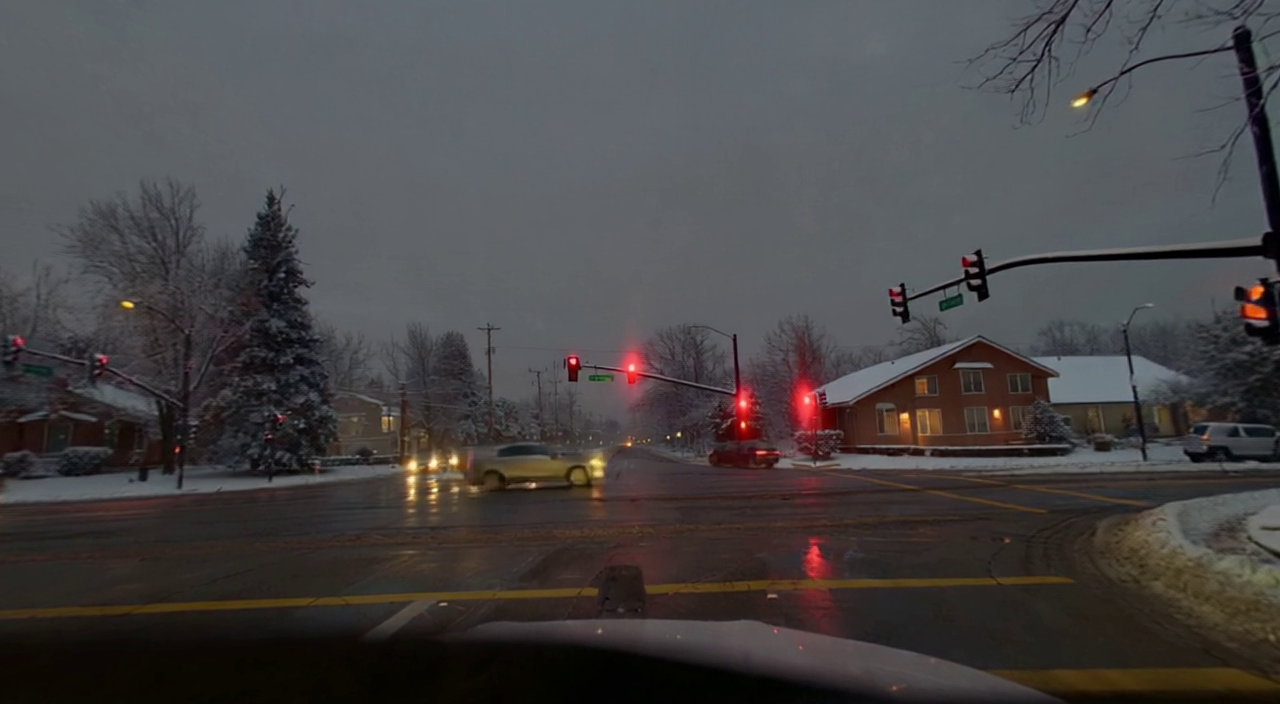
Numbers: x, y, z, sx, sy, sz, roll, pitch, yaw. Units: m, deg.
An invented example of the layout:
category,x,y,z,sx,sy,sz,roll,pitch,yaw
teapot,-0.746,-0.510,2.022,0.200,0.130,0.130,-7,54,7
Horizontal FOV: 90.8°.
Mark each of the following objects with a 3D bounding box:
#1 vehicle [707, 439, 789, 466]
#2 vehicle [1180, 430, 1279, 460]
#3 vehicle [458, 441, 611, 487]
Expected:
category,x,y,z,sx,sy,sz,roll,pitch,yaw
vehicle,6.659,6.261,39.422,1.932,1.539,4.873,7,-12,-42
vehicle,31.306,4.887,33.039,4.318,1.488,1.870,0,-9,-1
vehicle,-3.439,3.766,21.394,4.823,1.449,2.017,0,-9,0
